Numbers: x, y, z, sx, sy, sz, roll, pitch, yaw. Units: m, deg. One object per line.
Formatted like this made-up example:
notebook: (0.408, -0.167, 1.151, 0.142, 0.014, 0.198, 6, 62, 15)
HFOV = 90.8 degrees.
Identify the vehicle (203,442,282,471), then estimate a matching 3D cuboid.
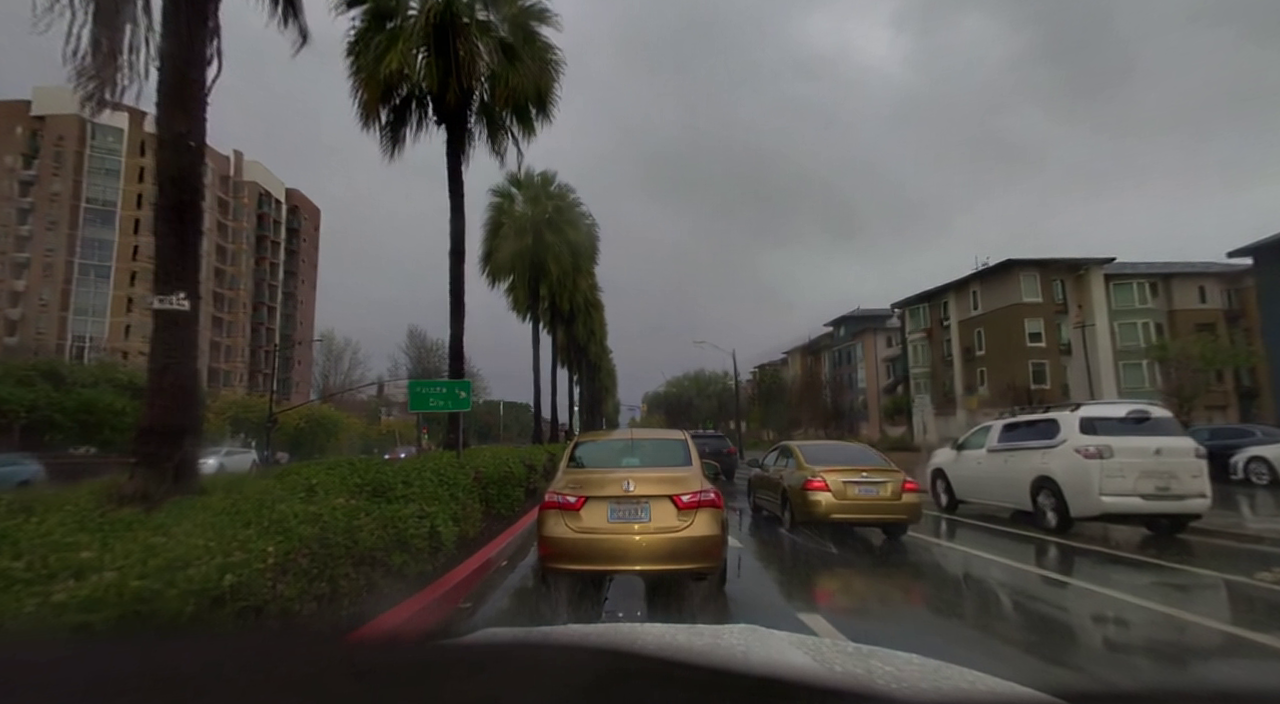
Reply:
vehicle: (-28.329, 7.438, 45.330, 2.115, 1.884, 5.481, 0, -8, 0)

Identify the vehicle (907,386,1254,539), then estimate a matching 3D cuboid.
vehicle: (7.180, 1.910, 11.441, 2.254, 2.072, 5.577, 0, -8, 1)

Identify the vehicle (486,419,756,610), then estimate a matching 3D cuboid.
vehicle: (-0.165, 1.594, 7.082, 2.158, 1.498, 3.919, 0, -8, 0)

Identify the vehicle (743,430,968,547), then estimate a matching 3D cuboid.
vehicle: (3.083, 2.051, 10.224, 1.925, 1.451, 4.436, 0, -8, -2)
